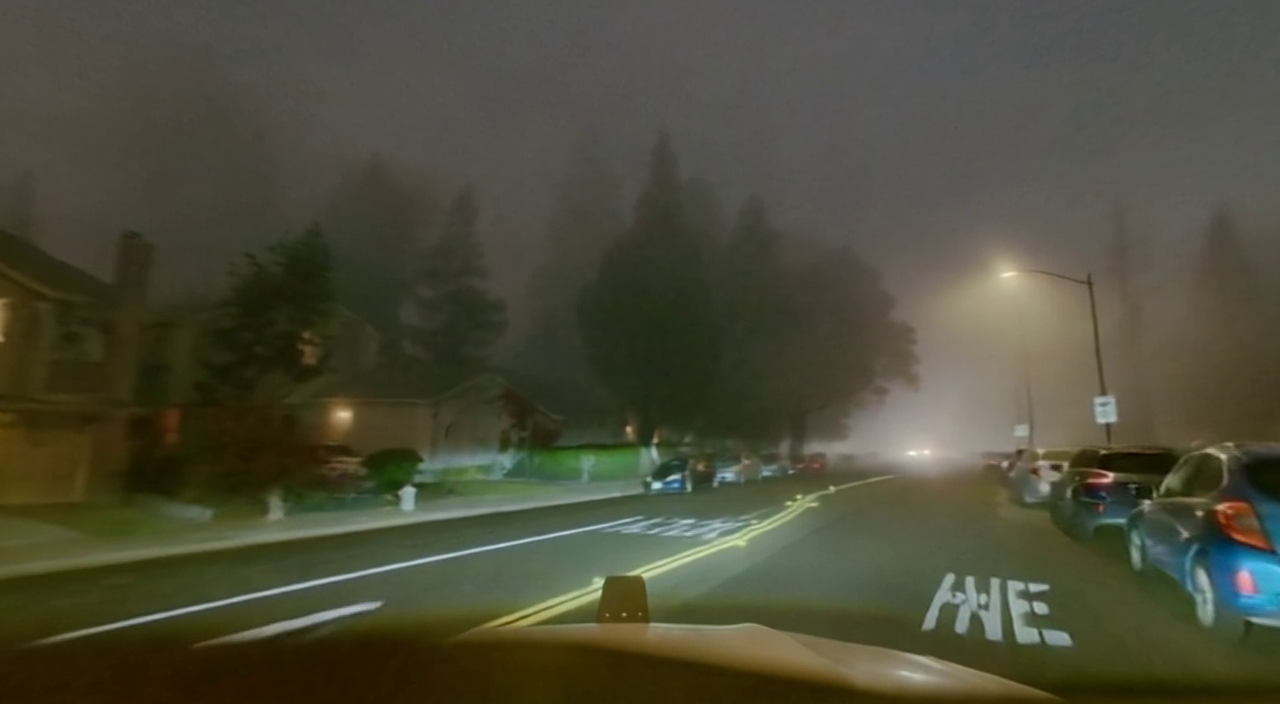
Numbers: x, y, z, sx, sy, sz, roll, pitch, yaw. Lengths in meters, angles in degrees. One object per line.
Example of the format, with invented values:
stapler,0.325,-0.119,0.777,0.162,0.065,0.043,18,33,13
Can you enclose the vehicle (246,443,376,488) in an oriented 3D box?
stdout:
vehicle,-12.739,4.331,24.419,4.554,1.595,2.028,-4,-10,25

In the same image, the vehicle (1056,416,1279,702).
vehicle,5.350,1.479,5.470,2.315,1.668,4.425,-4,-10,27

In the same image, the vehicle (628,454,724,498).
vehicle,1.486,4.631,23.921,1.963,1.470,4.671,-5,-10,25

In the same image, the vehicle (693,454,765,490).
vehicle,4.227,5.545,29.412,1.948,1.477,4.518,-6,-10,25

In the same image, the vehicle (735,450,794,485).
vehicle,6.935,6.311,34.691,1.973,1.755,4.528,-5,-10,26
